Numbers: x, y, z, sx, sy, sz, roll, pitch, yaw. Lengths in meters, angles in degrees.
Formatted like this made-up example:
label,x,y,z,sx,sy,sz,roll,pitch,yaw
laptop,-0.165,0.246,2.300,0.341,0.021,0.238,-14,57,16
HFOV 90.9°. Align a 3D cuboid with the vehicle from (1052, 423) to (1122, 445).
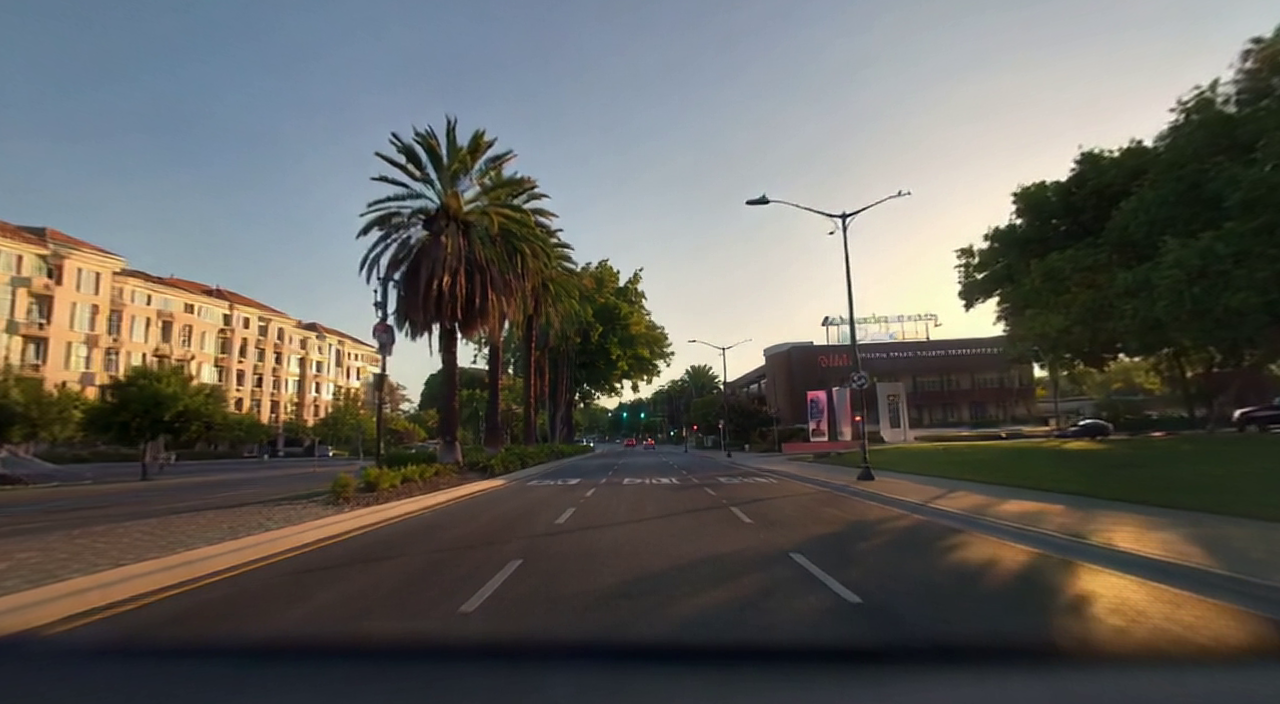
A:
label,x,y,z,sx,sy,sz,roll,pitch,yaw
vehicle,34.588,6.410,48.947,1.820,1.571,4.697,0,-8,-3
